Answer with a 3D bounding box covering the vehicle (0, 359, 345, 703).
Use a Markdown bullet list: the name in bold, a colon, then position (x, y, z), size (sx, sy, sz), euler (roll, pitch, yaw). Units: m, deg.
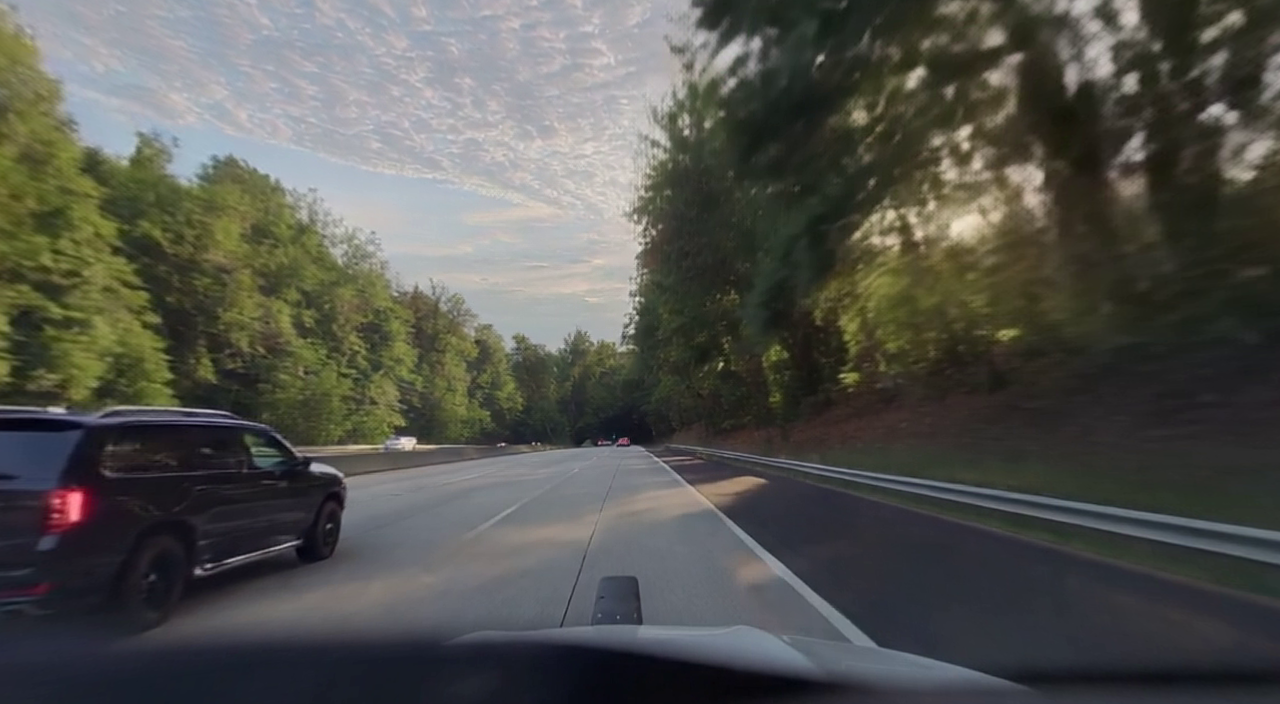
- **vehicle**: position (-4.102, 1.074, 4.495), size (2.034, 1.675, 4.080), euler (0, -8, -1)
